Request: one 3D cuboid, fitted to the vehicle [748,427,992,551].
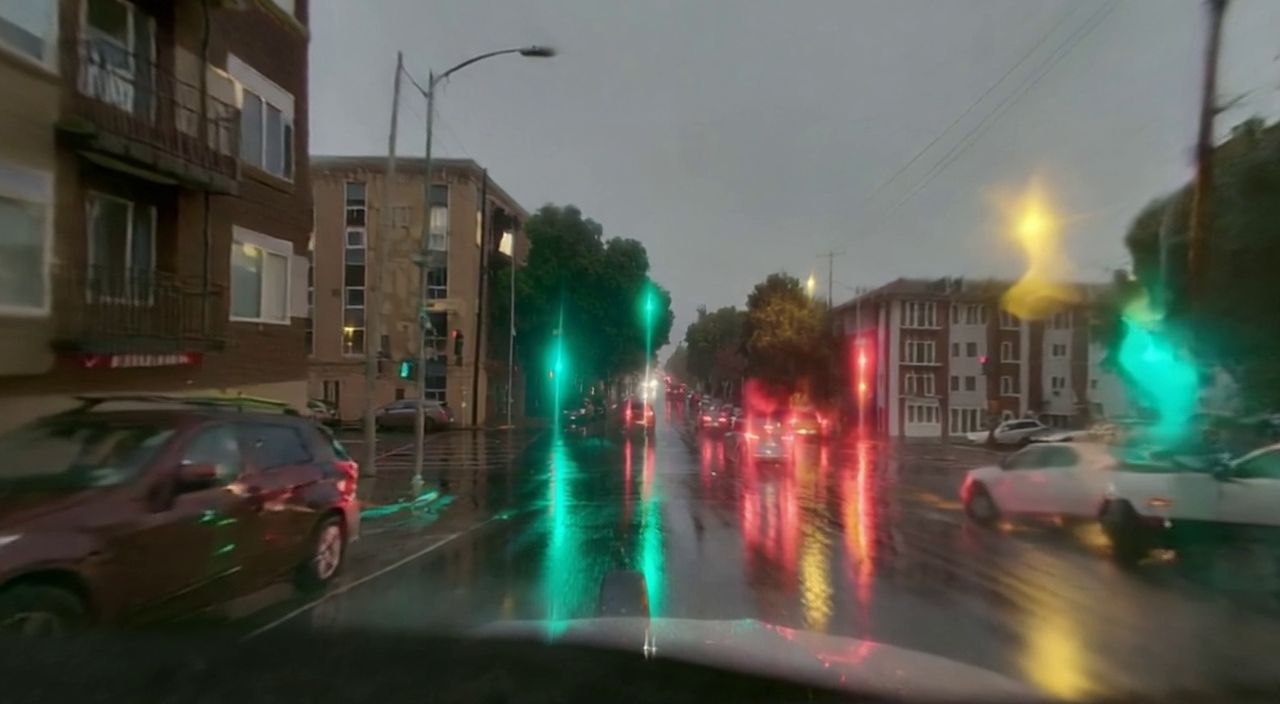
[{"bbox_3d":[3.130,1.974,9.849,2.055,1.450,4.676,0,-8,0],"label":"vehicle"}]

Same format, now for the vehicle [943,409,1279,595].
[{"bbox_3d":[6.111,1.765,8.330,1.999,1.752,4.502,0,-8,1],"label":"vehicle"}]

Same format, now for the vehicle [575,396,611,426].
[{"bbox_3d":[-2.676,3.480,36.766,1.878,1.521,3.697,0,-8,-1],"label":"vehicle"}]

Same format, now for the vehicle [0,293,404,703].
[{"bbox_3d":[-3.552,0.961,4.192,2.016,1.885,4.723,0,-8,1],"label":"vehicle"}]

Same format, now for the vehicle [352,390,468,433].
[{"bbox_3d":[-10.164,2.684,28.115,4.304,1.755,2.083,0,-8,1],"label":"vehicle"}]

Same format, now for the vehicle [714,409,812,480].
[{"bbox_3d":[3.331,2.509,17.864,1.970,1.490,4.016,0,-1,0],"label":"vehicle"}]

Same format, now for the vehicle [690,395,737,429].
[{"bbox_3d":[3.897,3.311,34.187,2.093,1.655,4.327,0,-8,1],"label":"vehicle"}]

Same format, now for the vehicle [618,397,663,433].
[{"bbox_3d":[0.063,2.961,29.025,1.923,1.460,3.923,0,-8,1],"label":"vehicle"}]
